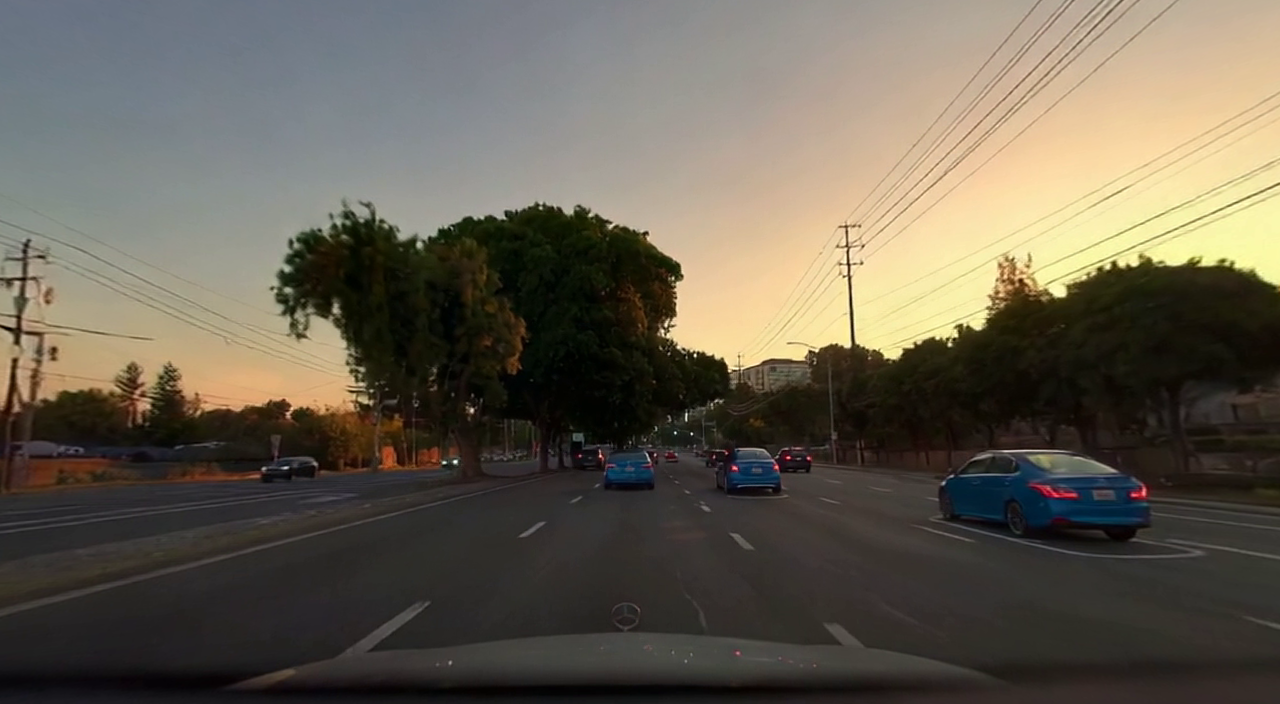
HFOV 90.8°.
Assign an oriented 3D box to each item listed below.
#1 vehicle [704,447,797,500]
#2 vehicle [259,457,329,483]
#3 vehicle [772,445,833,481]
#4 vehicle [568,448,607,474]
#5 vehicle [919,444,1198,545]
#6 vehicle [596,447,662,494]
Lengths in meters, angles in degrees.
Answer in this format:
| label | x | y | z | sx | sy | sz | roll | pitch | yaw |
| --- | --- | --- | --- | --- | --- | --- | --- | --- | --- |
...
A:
| label | x | y | z | sx | sy | sz | roll | pitch | yaw |
| --- | --- | --- | --- | --- | --- | --- | --- | --- | --- |
| vehicle | 3.374 | 3.793 | 20.275 | 2.053 | 1.490 | 4.464 | 0 | -8 | -2 |
| vehicle | -22.177 | 7.556 | 40.728 | 1.832 | 1.455 | 4.596 | 0 | -8 | 1 |
| vehicle | 8.167 | 5.592 | 32.155 | 1.998 | 1.724 | 4.260 | 0 | -8 | 1 |
| vehicle | -3.429 | 7.179 | 41.927 | 2.073 | 1.606 | 4.364 | 0 | -8 | 2 |
| vehicle | 7.064 | 2.401 | 11.424 | 2.004 | 1.455 | 4.417 | 0 | -8 | 0 |
| vehicle | -0.345 | 4.054 | 22.016 | 2.065 | 1.464 | 4.216 | 0 | -8 | 0 |
